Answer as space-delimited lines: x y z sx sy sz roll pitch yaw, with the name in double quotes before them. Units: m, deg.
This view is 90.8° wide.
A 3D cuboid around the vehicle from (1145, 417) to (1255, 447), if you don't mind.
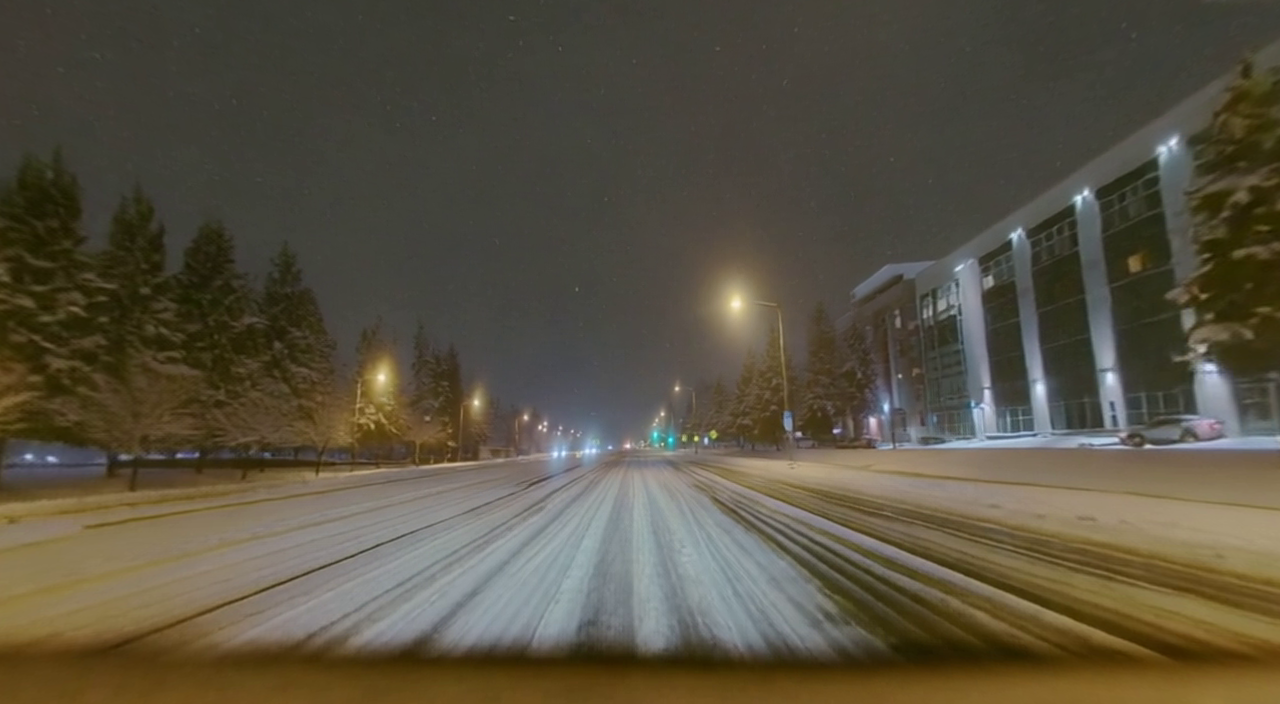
"vehicle" 32.679 4.708 36.951 4.531 1.672 1.895 0 -9 0
